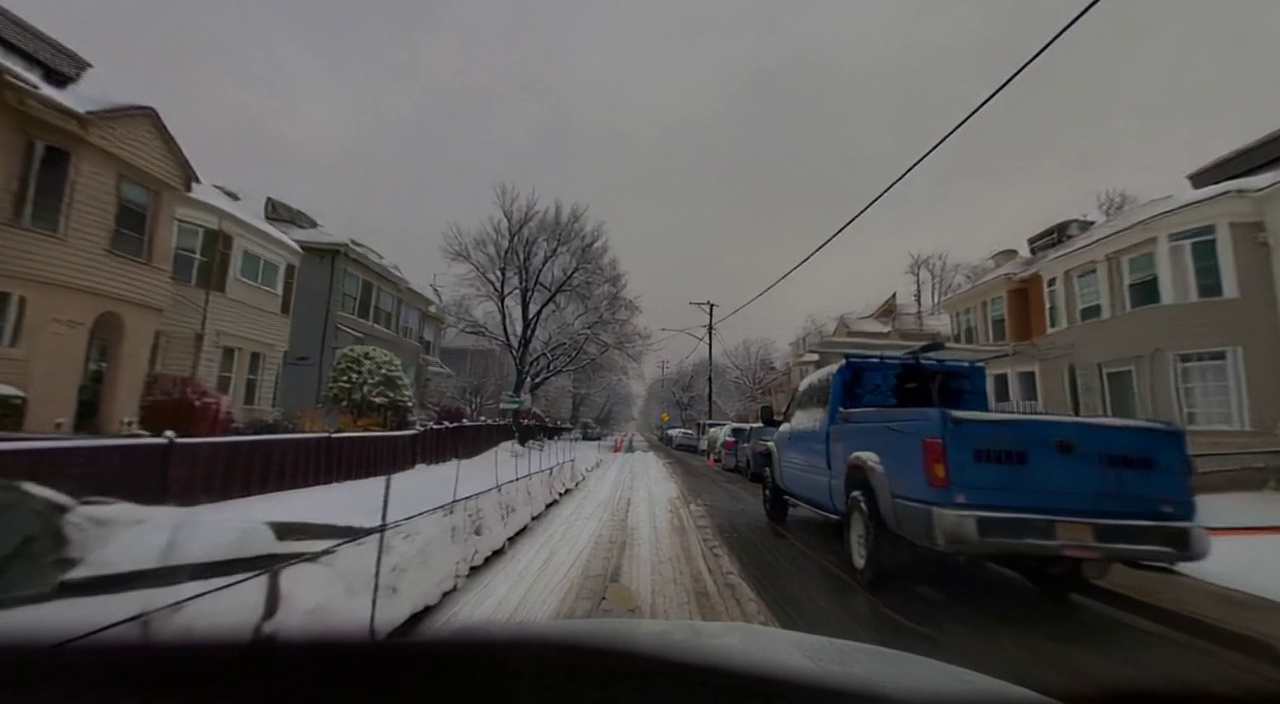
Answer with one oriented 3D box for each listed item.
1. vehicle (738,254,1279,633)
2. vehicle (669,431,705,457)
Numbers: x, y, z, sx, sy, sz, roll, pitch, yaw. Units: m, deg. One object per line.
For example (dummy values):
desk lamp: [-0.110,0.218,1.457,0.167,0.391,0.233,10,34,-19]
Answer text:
vehicle: [3.250,1.033,7.793,2.879,2.801,6.142,0,-7,-2]
vehicle: [3.267,6.416,44.258,2.066,1.739,4.234,0,-7,-2]
